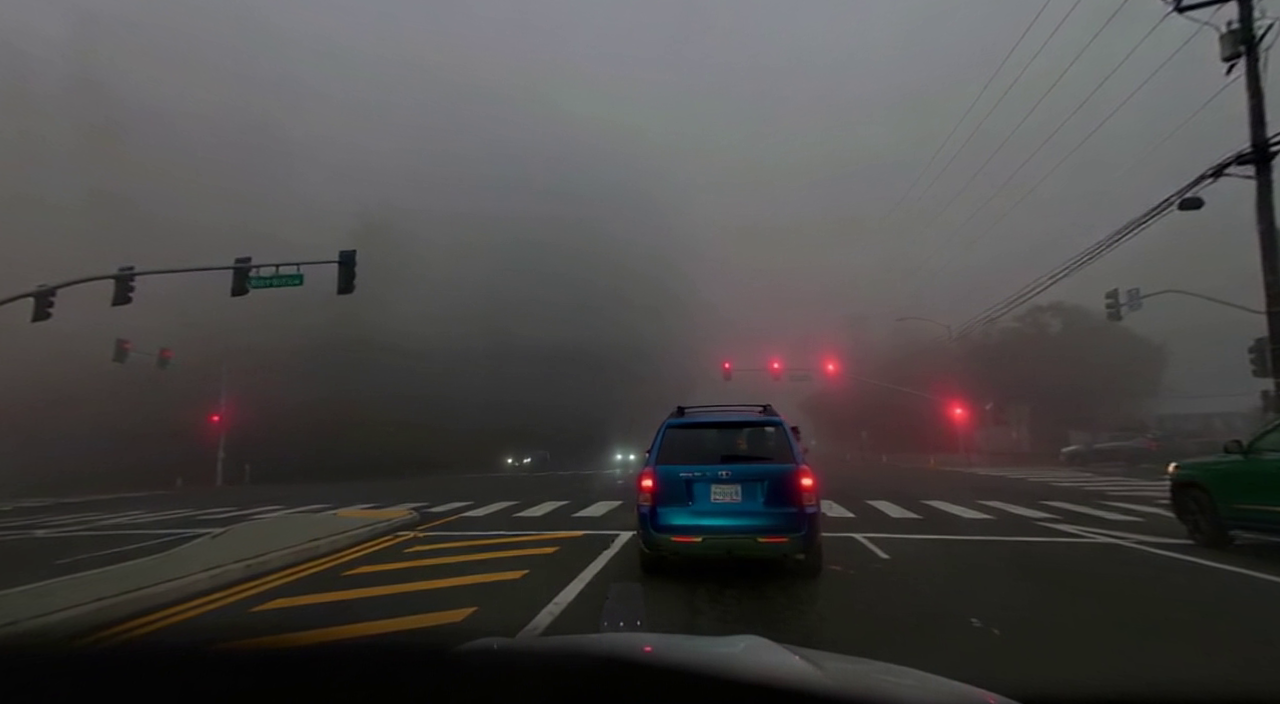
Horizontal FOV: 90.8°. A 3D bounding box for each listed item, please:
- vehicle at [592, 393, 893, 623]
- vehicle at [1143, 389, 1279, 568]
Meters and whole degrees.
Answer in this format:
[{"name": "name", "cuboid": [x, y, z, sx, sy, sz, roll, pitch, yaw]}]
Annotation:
[{"name": "vehicle", "cuboid": [0.976, 1.521, 7.081, 2.285, 1.729, 4.252, -1, -9, 6]}, {"name": "vehicle", "cuboid": [7.597, 1.216, 5.960, 2.119, 1.827, 4.806, -1, -9, 7]}]
